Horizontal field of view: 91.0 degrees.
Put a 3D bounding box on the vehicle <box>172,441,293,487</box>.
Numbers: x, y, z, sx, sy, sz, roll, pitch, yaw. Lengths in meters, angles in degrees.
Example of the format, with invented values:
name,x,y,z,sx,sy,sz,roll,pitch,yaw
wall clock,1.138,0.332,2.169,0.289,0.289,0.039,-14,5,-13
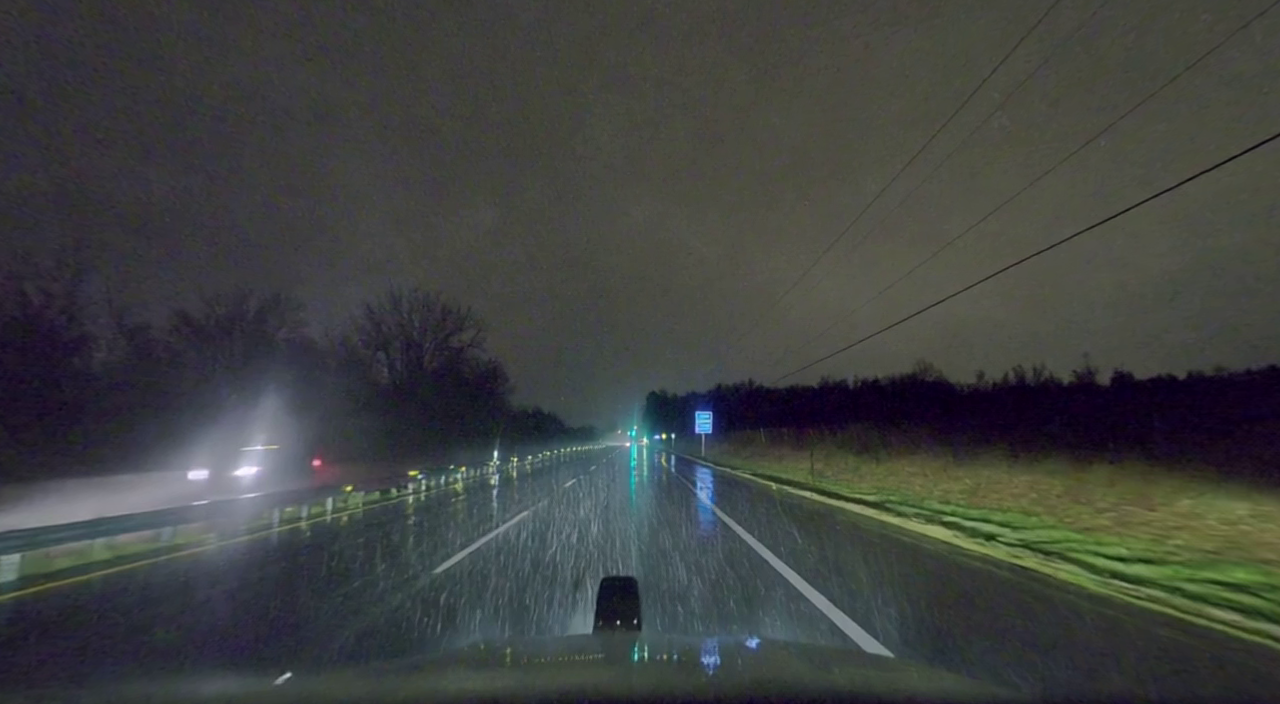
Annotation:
name,x,y,z,sx,sy,sz,roll,pitch,yaw
vehicle,-14.493,3.978,22.683,1.920,1.490,3.720,0,-8,-2
